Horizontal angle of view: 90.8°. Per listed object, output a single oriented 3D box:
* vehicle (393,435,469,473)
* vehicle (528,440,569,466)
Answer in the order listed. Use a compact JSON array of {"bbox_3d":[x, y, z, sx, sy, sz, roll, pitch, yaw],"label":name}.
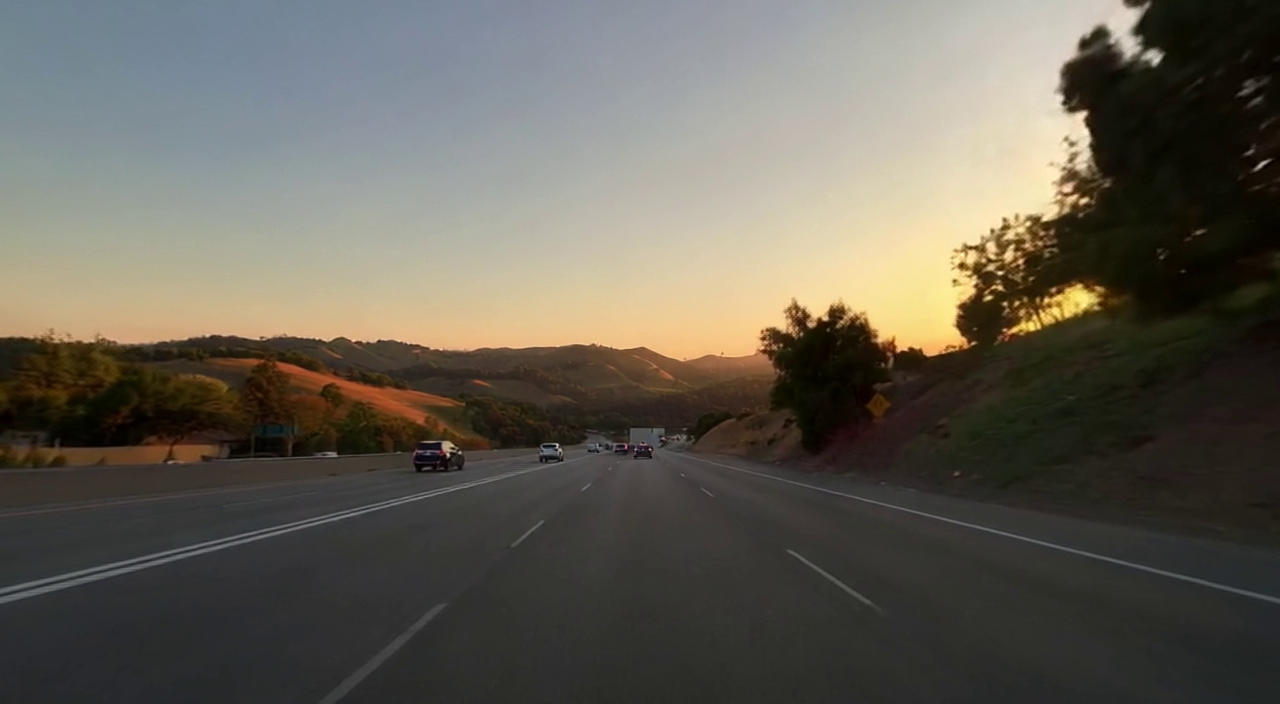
[{"bbox_3d":[-10.526,5.165,32.249,2.195,1.795,4.659,0,-9,1],"label":"vehicle"},{"bbox_3d":[-6.245,6.955,43.519,2.080,1.694,4.279,0,-9,2],"label":"vehicle"}]
